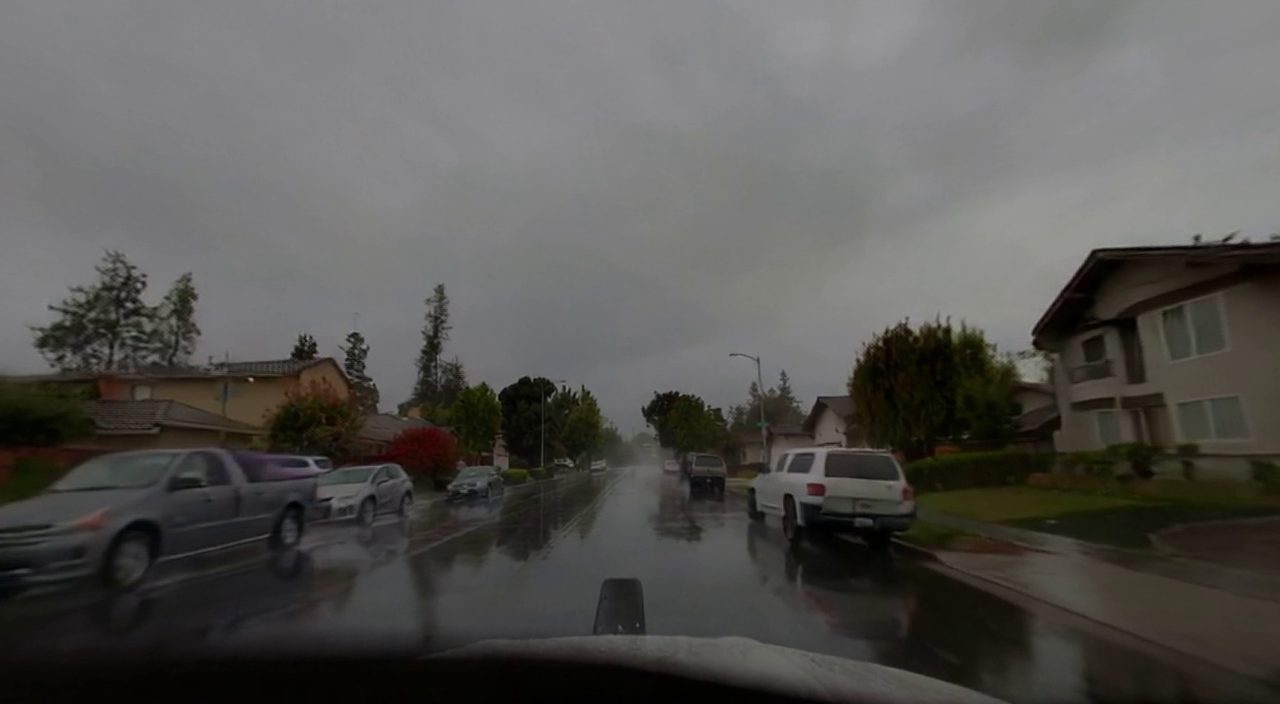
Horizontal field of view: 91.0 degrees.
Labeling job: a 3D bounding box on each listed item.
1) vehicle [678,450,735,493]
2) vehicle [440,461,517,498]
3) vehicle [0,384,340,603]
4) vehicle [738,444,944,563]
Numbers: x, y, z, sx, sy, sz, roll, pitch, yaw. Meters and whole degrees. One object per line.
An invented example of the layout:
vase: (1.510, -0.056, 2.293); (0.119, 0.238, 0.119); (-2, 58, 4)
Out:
vehicle: (3.123, 5.702, 30.549); (2.262, 1.870, 4.948); (0, -8, 1)
vehicle: (-6.997, 5.634, 27.723); (2.071, 1.481, 4.425); (-1, -12, 2)
vehicle: (-6.962, 2.033, 9.291); (2.408, 2.201, 5.646); (-1, -12, -2)
vehicle: (3.110, 2.418, 10.961); (2.050, 1.598, 4.590); (0, -8, 0)
